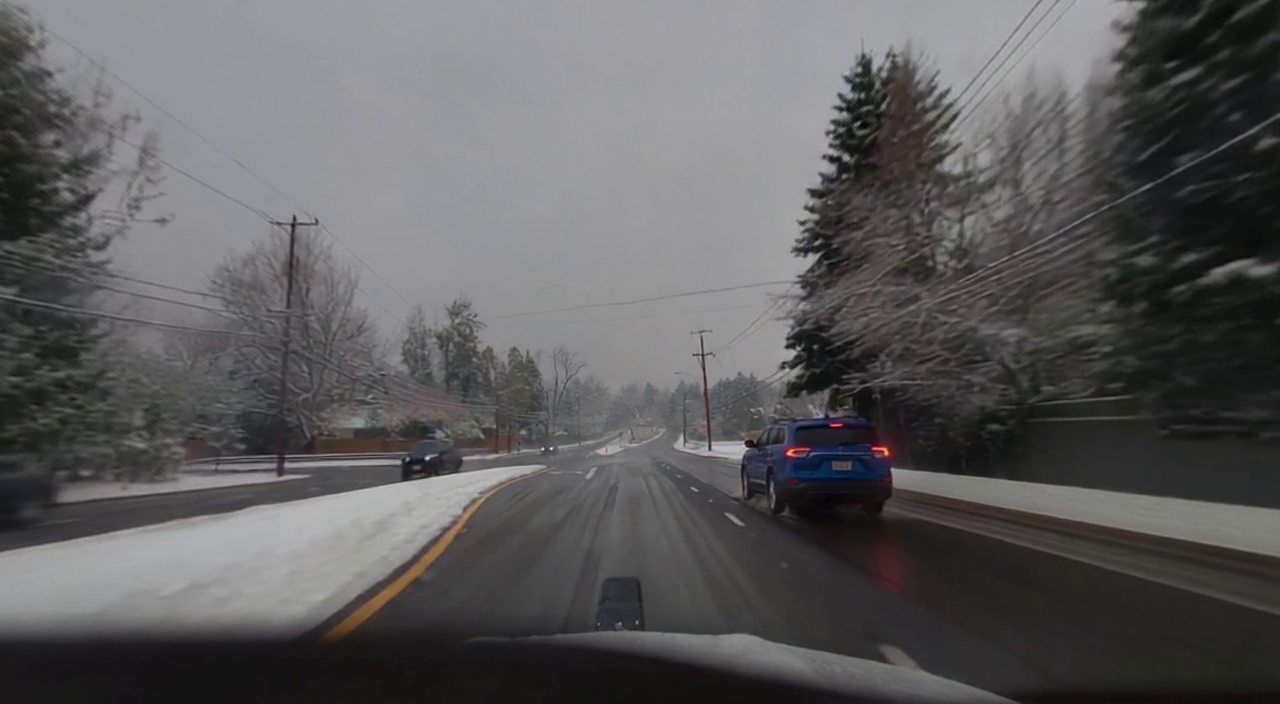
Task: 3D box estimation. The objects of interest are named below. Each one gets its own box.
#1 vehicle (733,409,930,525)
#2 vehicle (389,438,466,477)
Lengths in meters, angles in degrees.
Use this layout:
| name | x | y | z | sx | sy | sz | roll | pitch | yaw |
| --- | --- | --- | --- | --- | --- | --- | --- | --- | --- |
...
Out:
| name | x | y | z | sx | sy | sz | roll | pitch | yaw |
| --- | --- | --- | --- | --- | --- | --- | --- | --- | --- |
| vehicle | 3.330 | 2.134 | 12.245 | 2.193 | 1.777 | 4.772 | 0 | -8 | -1 |
| vehicle | -10.226 | 5.087 | 30.861 | 2.075 | 1.739 | 4.864 | 0 | -8 | 0 |
